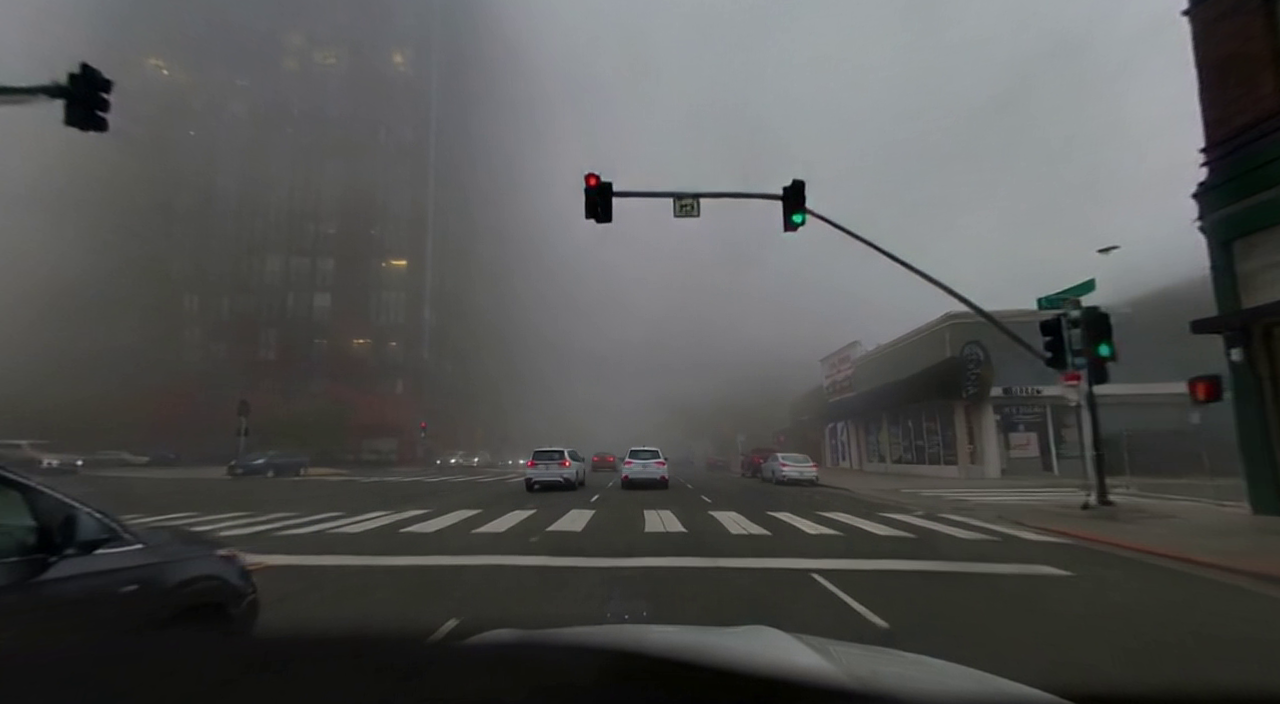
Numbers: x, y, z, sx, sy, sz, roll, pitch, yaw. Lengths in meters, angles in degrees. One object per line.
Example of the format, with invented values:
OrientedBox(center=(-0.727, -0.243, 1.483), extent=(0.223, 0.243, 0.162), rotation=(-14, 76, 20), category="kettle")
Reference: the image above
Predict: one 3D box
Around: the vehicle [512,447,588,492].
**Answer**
OrientedBox(center=(-3.118, 4.173, 22.786), extent=(1.950, 1.450, 4.257), rotation=(-1, -9, 2), category="vehicle")

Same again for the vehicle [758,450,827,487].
OrientedBox(center=(6.593, 5.077, 27.763), extent=(1.944, 1.462, 4.406), rotation=(0, -9, 0), category="vehicle")

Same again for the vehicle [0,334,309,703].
OrientedBox(center=(-2.960, 0.695, 1.334), extent=(2.049, 1.646, 4.445), rotation=(0, -9, 1), category="vehicle")

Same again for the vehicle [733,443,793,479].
OrientedBox(center=(6.673, 5.975, 34.799), extent=(2.159, 1.817, 5.056), rotation=(0, -9, -1), category="vehicle")

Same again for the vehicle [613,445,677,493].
OrientedBox(center=(0.195, 4.023, 22.035), extent=(2.037, 1.484, 4.073), rotation=(0, -9, 1), category="vehicle")
